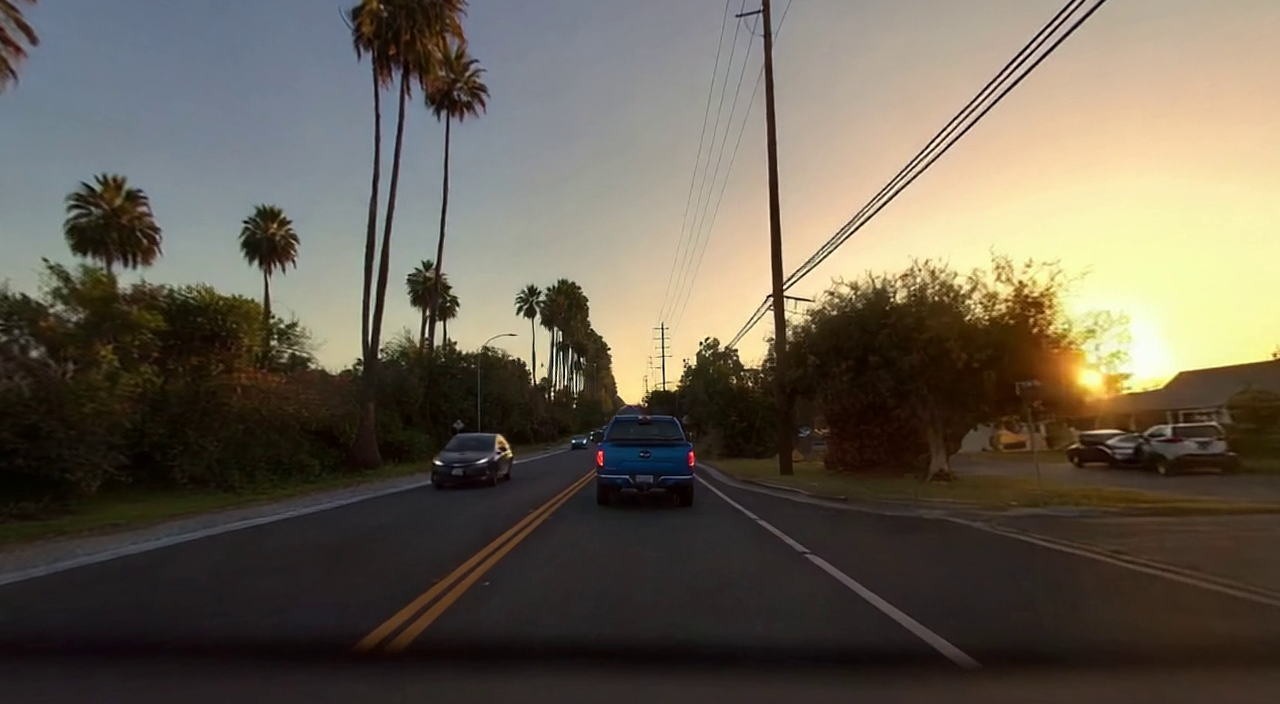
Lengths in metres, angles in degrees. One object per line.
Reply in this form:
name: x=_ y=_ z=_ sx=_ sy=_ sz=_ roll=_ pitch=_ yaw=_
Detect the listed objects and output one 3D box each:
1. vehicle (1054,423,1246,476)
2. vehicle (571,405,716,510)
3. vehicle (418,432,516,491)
vehicle: x=20.314 y=3.950 z=25.740 sx=2.277 sy=1.836 sz=6.267 roll=0 pitch=-9 yaw=-4
vehicle: x=-0.011 y=2.500 z=15.415 sx=2.848 sy=2.047 sz=5.885 roll=0 pitch=-8 yaw=-2
vehicle: x=-5.499 y=3.527 z=20.717 sx=2.140 sy=1.706 sz=4.229 roll=0 pitch=-8 yaw=-2
